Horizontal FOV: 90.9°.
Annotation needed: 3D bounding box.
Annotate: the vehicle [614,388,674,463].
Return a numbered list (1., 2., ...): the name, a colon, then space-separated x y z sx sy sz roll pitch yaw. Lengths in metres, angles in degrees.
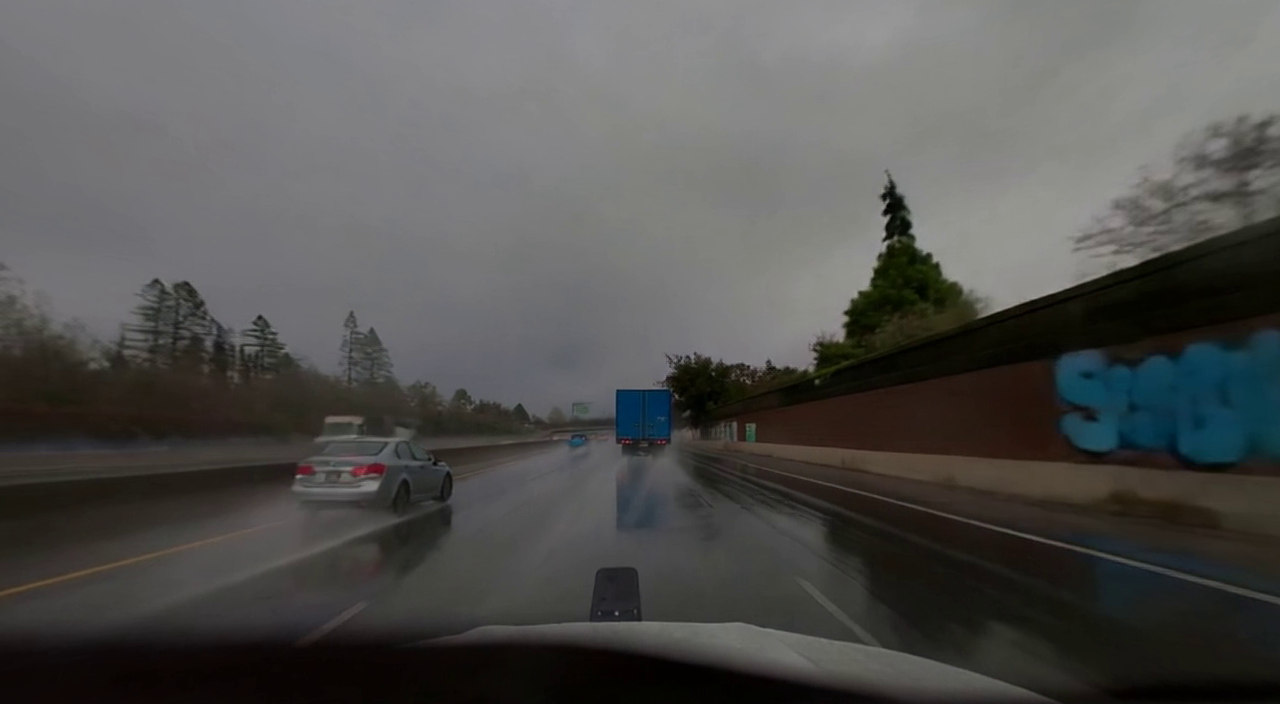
1. vehicle: 0.030 4.206 35.478 2.927 3.649 9.443 0 -8 -2

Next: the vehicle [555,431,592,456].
1. vehicle: -4.491 6.257 43.235 2.058 1.645 4.130 0 -8 0

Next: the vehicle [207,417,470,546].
1. vehicle: -4.231 1.861 9.867 1.948 1.526 4.525 0 -8 -1
